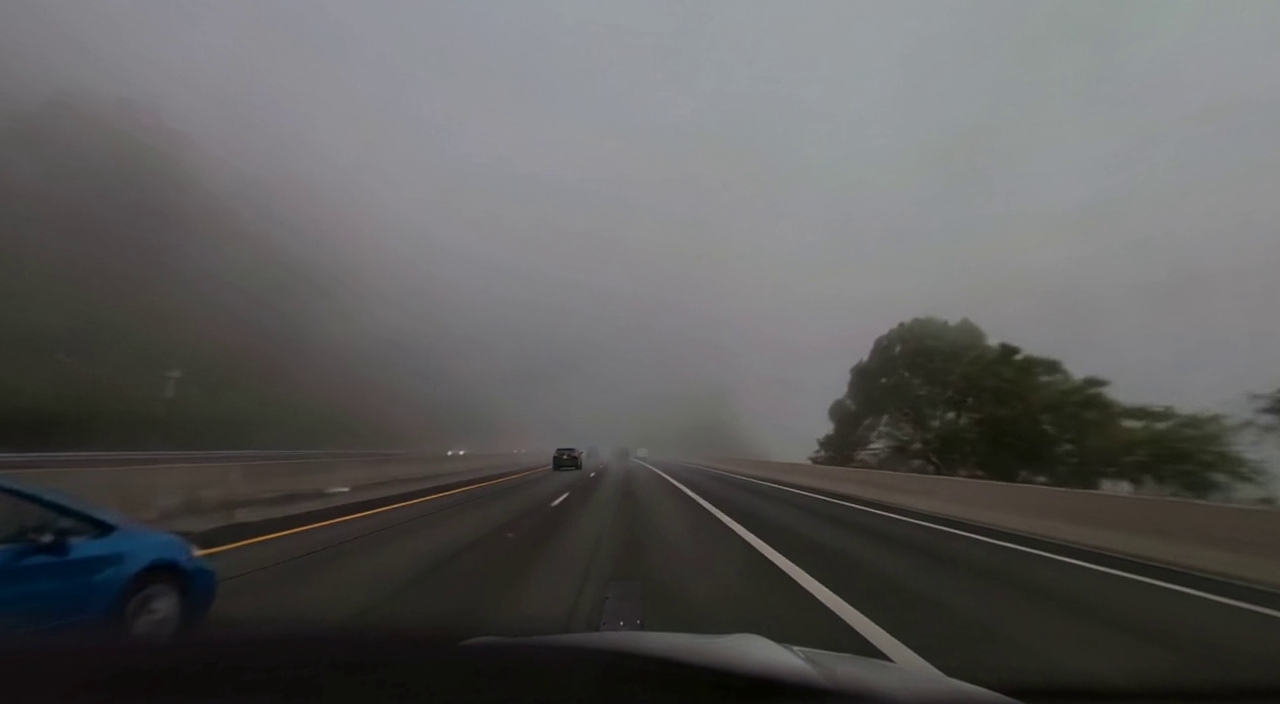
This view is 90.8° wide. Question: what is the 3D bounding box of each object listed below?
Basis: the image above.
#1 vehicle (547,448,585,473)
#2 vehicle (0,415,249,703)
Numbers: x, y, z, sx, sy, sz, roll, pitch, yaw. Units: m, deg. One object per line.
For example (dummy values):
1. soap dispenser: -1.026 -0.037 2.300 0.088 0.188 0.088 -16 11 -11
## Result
1. vehicle: -4.809 7.059 41.377 2.049 1.521 4.366 0 -9 -1
2. vehicle: -3.731 0.907 1.874 1.957 1.499 4.965 0 -9 0
